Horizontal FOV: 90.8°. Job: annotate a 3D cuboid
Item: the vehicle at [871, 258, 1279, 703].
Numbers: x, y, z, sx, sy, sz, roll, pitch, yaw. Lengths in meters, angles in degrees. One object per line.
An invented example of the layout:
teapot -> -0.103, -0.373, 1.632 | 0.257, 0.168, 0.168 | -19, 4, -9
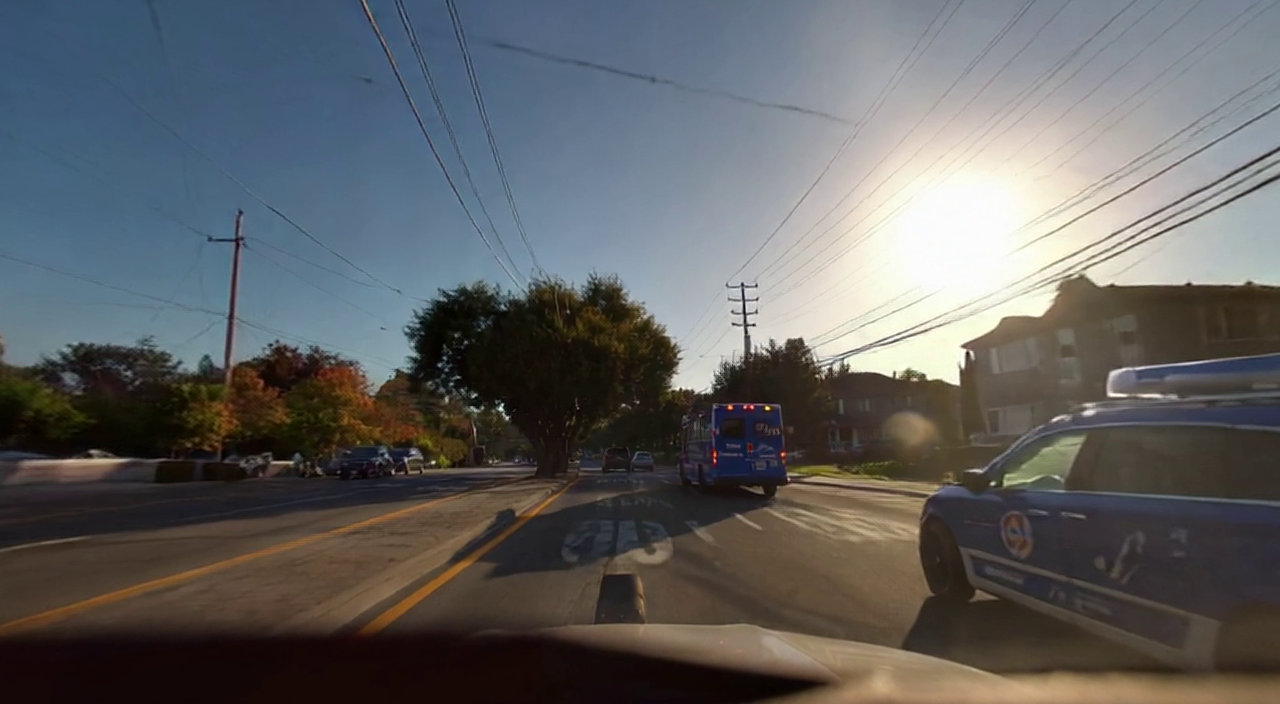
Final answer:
vehicle -> 3.182, 0.769, 2.918 | 2.194, 1.922, 4.822 | -1, -9, -2

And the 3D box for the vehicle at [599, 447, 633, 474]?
vehicle -> -1.726, 7.530, 44.017 | 2.114, 1.707, 3.725 | 0, -9, -5

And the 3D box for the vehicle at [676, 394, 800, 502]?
vehicle -> 2.652, 2.865, 18.929 | 2.406, 2.687, 5.521 | -1, -9, -4
